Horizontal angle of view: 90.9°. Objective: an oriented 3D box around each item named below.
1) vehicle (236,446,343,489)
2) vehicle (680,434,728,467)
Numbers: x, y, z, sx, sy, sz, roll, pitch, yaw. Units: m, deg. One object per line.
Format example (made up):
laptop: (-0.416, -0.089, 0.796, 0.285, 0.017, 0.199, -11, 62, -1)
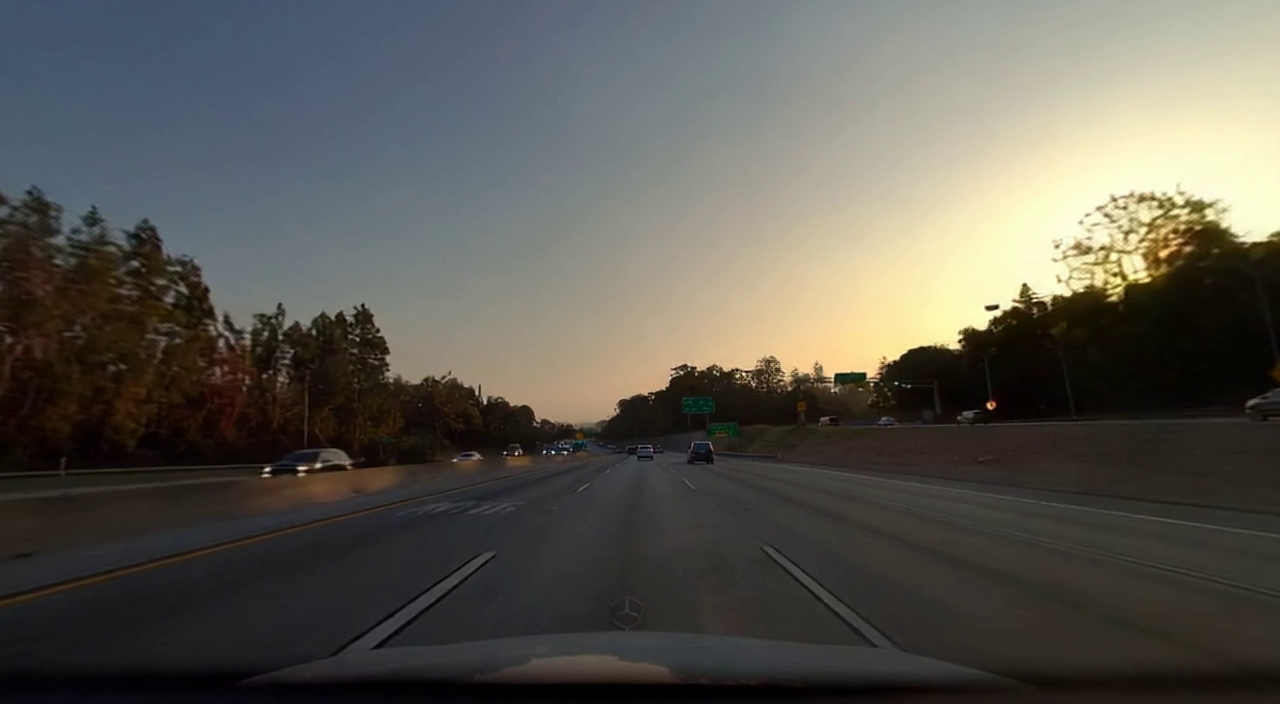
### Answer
vehicle: (-15.104, 4.955, 27.543, 1.995, 1.685, 4.620, 0, -8, 1)
vehicle: (4.186, 6.610, 42.317, 2.505, 2.020, 5.532, 0, -9, -1)
